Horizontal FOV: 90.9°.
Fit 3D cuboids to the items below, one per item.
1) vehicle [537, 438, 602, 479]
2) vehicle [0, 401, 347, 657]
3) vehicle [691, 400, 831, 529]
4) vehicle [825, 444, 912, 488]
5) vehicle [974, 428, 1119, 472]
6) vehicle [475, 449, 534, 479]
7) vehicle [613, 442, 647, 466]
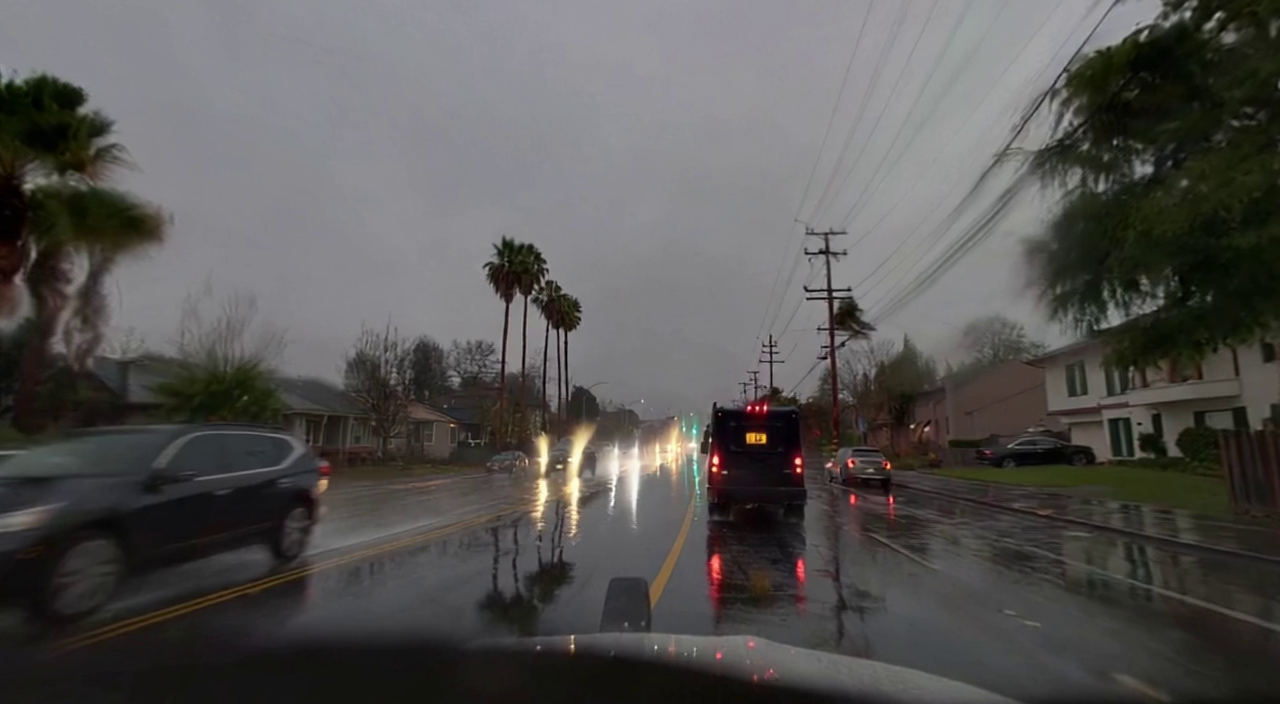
[{"bbox_3d":[-3.093,4.822,28.732,1.948,1.706,4.407,-1,-8,7],"label":"vehicle"},{"bbox_3d":[-5.098,1.436,5.954,2.110,1.676,4.483,-1,-8,7],"label":"vehicle"},{"bbox_3d":[2.186,2.132,12.415,2.168,2.040,4.527,-1,-8,6],"label":"vehicle"},{"bbox_3d":[8.347,4.174,23.442,2.022,1.456,4.246,-1,-8,6],"label":"vehicle"},{"bbox_3d":[17.975,4.361,28.140,4.749,1.699,2.311,-3,-7,8],"label":"vehicle"},{"bbox_3d":[-7.725,6.422,36.347,2.004,1.441,4.572,-4,-9,5],"label":"vehicle"},{"bbox_3d":[-0.677,7.493,46.565,1.965,1.653,4.251,-1,-8,7],"label":"vehicle"}]
